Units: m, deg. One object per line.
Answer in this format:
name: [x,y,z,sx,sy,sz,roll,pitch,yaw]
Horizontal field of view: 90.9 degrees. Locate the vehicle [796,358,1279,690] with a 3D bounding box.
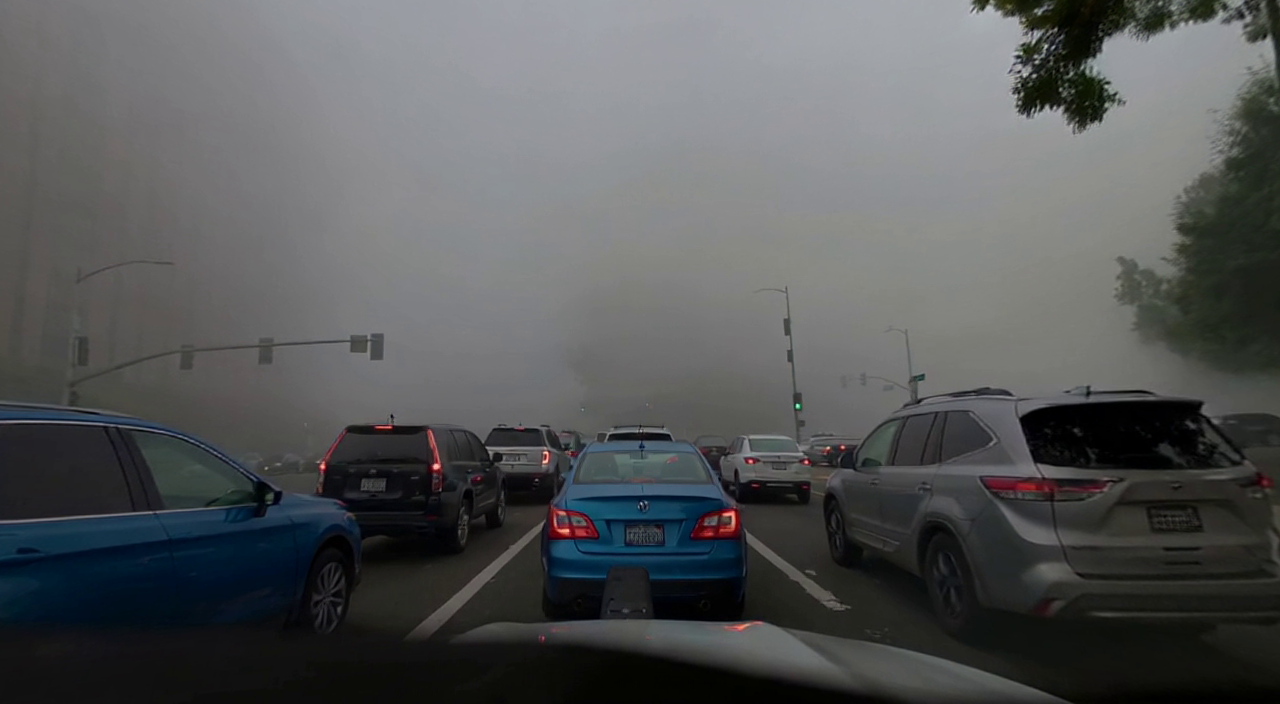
vehicle: [3.046,1.239,5.649,2.108,1.785,4.334,0,-9,-1]

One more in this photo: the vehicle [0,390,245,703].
vehicle: [-3.402,0.750,1.245,2.144,1.505,4.635,-1,-9,2]

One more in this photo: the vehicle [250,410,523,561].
vehicle: [-3.362,1.889,9.617,2.168,1.719,4.561,-1,-9,1]

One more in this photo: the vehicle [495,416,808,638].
vehicle: [0.080,1.502,6.383,2.147,1.507,3.953,0,-8,0]
